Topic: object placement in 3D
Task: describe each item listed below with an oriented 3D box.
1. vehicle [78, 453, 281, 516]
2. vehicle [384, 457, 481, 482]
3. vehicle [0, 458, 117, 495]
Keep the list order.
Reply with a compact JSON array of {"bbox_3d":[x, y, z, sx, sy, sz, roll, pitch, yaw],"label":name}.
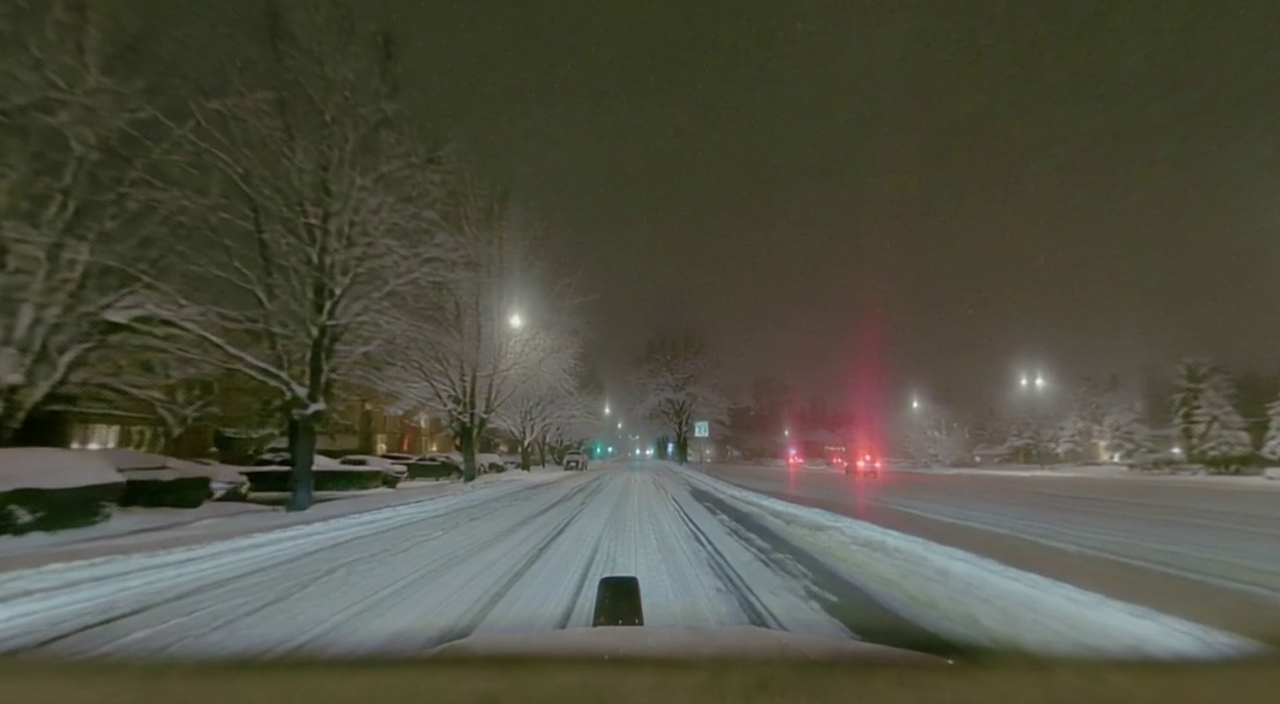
[{"bbox_3d":[-13.569,3.911,18.779,4.422,1.694,2.026,0,-8,1],"label":"vehicle"},{"bbox_3d":[-12.809,7.269,39.044,5.300,1.432,1.951,1,-9,0],"label":"vehicle"},{"bbox_3d":[-26.614,5.463,27.799,5.024,1.494,2.242,0,-8,0],"label":"vehicle"}]
